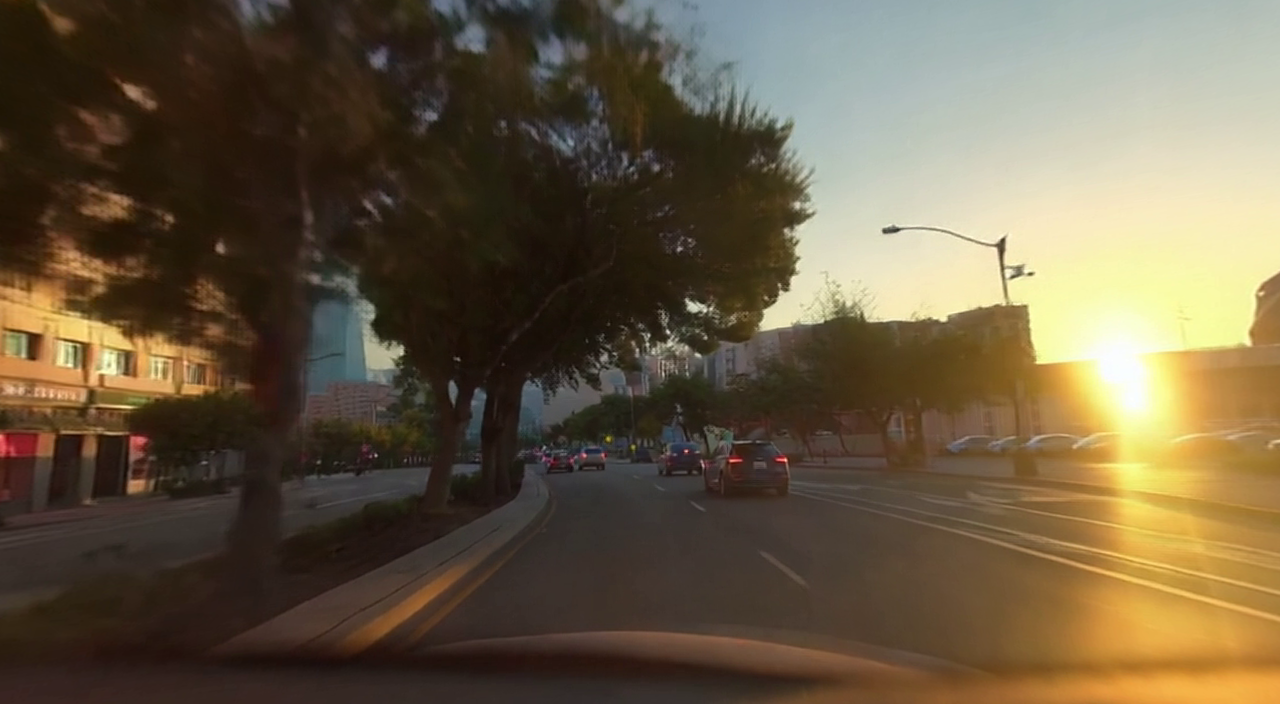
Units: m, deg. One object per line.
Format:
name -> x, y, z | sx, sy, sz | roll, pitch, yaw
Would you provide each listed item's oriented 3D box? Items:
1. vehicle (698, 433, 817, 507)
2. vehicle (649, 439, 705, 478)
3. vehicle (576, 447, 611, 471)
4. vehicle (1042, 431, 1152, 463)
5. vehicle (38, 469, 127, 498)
vehicle -> 2.794, 2.934, 16.083 | 1.966, 1.596, 3.980 | 0, -9, -5
vehicle -> 1.736, 5.242, 31.309 | 2.046, 1.768, 4.370 | 0, -9, -6
vehicle -> -3.167, 7.185, 42.515 | 2.068, 1.512, 3.987 | 1, -9, -8
vehicle -> 26.950, 5.630, 37.386 | 4.736, 1.755, 2.221 | 0, -8, -2
vehicle -> -31.706, 7.463, 36.098 | 1.600, 1.375, 4.319 | 0, -9, -8
